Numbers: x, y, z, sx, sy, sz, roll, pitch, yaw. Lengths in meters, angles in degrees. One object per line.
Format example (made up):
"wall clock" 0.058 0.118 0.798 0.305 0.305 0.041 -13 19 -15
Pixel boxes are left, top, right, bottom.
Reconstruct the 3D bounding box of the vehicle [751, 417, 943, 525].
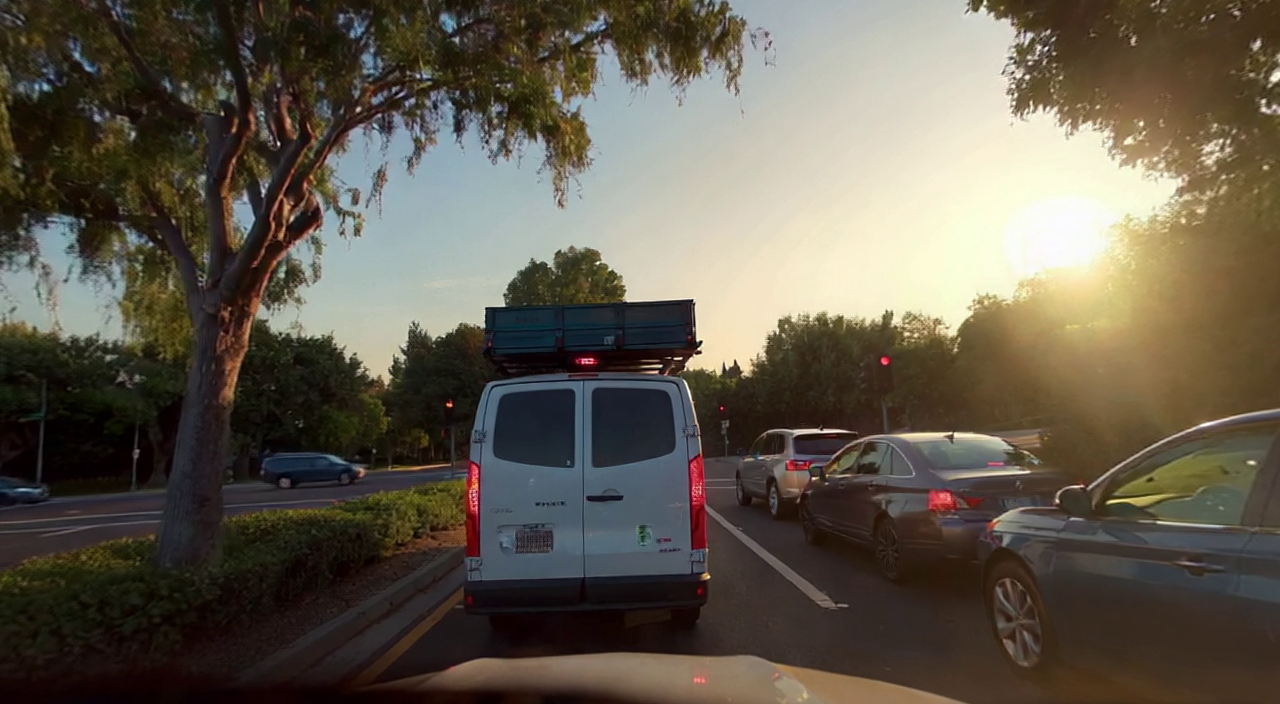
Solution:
"vehicle" 3.698 2.219 12.271 2.024 1.692 4.252 1 -9 -4

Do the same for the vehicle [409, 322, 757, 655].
"vehicle" -0.366 1.158 6.185 2.145 2.089 4.309 0 -9 0

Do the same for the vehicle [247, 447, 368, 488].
"vehicle" -16.980 5.871 32.514 5.241 1.894 2.257 4 -10 -26

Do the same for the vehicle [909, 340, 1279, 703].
"vehicle" 3.443 0.937 3.409 1.965 1.671 4.146 0 -9 -3

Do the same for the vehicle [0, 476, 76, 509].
"vehicle" -28.421 6.300 28.453 4.135 1.321 1.687 1 -9 -7
